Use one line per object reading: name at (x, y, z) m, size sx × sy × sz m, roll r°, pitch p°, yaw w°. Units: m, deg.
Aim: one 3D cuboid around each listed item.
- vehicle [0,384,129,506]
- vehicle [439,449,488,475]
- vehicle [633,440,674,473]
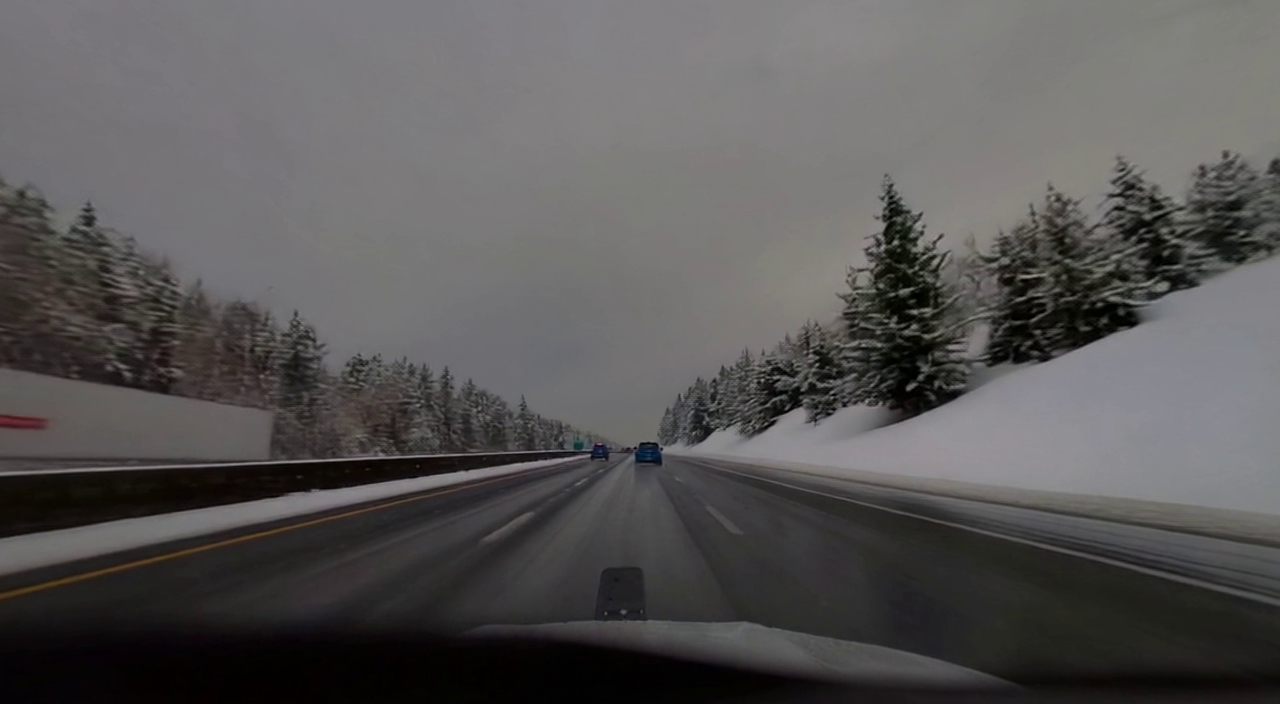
vehicle at (-19.571, 2.855, 19.204) m, size 2.912 × 3.401 × 5.791 m, roll 0°, pitch -9°, yaw 0°
vehicle at (-11.324, 7.105, 40.772) m, size 1.963 × 1.488 × 4.248 m, roll -2°, pitch -9°, yaw 0°
vehicle at (0.764, 6.068, 36.704) m, size 2.247 × 1.825 × 4.036 m, roll 0°, pitch -9°, yaw 0°
